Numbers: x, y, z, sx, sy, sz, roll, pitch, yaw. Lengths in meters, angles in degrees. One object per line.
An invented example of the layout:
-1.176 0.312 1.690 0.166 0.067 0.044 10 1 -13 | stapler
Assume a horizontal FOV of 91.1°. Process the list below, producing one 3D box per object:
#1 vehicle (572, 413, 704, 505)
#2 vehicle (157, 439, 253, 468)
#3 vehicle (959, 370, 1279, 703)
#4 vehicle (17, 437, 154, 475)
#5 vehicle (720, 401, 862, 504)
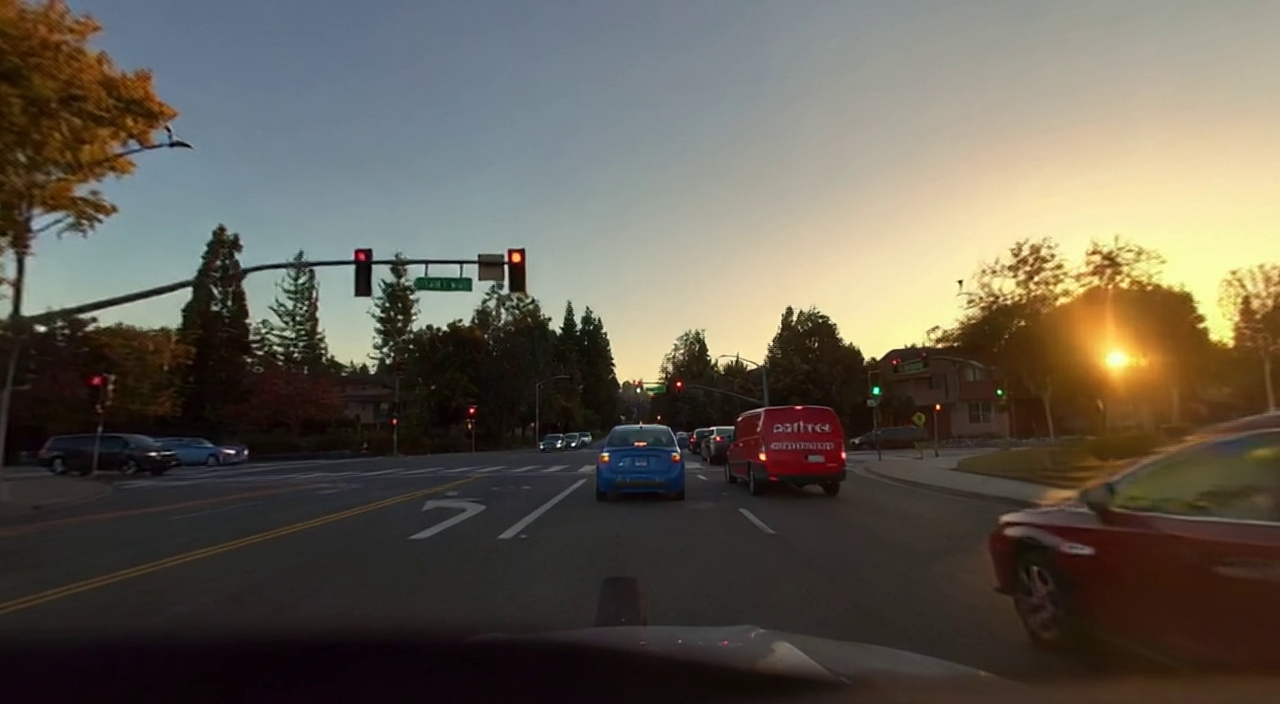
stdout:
-0.013 2.200 13.322 2.321 1.624 4.367 0 -8 1 | vehicle
-25.168 5.859 36.444 4.073 1.603 1.920 1 -8 -8 | vehicle
3.271 0.813 2.168 1.934 1.506 4.544 0 -8 0 | vehicle
-28.330 5.320 32.233 4.757 1.841 2.121 1 -8 -7 | vehicle
3.106 2.181 13.946 2.059 1.924 4.257 0 -8 0 | vehicle
